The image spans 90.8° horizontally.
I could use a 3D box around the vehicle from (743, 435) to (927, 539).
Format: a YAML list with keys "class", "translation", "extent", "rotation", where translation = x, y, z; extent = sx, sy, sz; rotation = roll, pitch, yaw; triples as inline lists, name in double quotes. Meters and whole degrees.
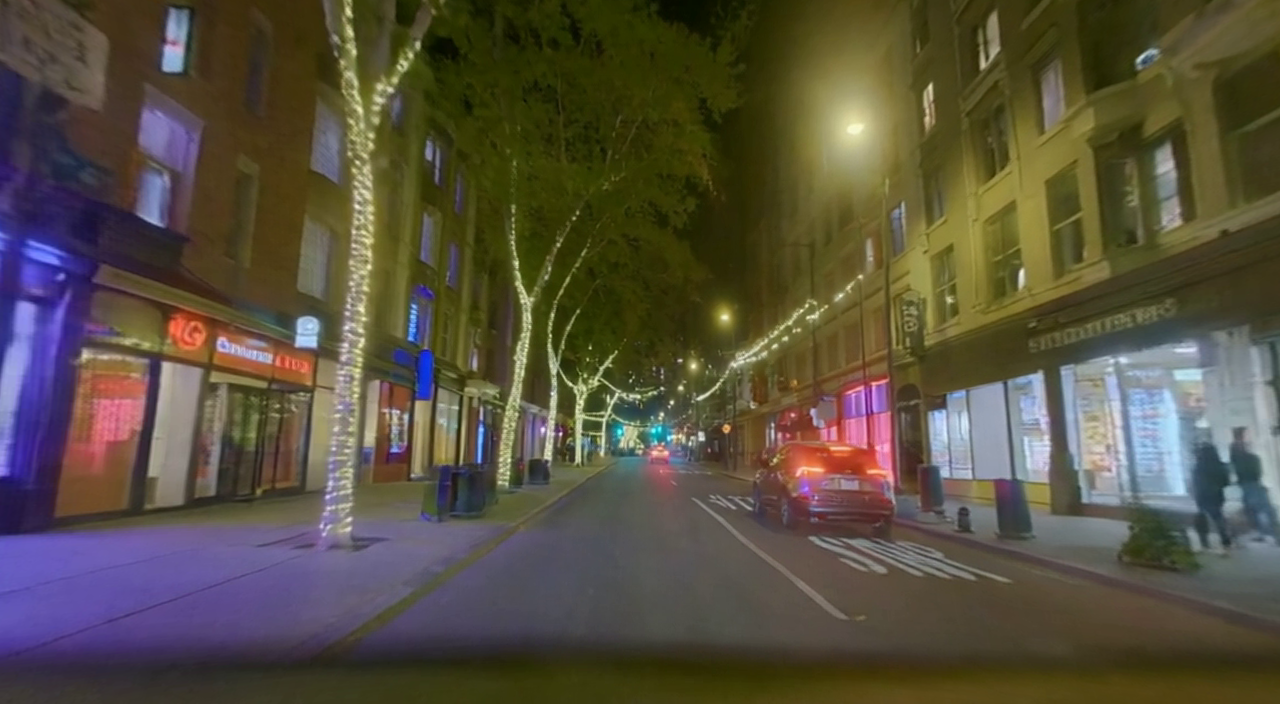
- class: "vehicle"
  translation: [3.341, 2.393, 11.869]
  extent: [1.971, 1.559, 4.326]
  rotation: [0, -9, -1]
